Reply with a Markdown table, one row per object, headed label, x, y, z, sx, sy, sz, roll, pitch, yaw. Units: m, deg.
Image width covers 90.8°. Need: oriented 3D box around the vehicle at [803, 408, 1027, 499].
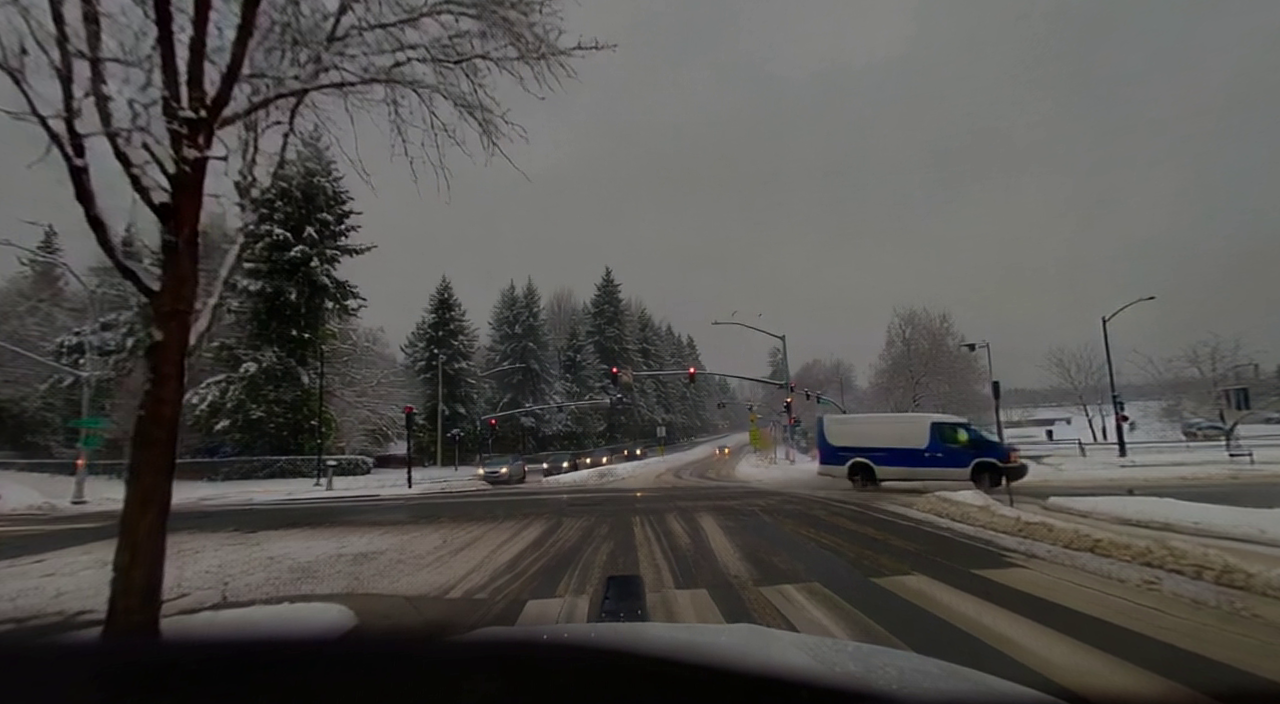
| label | x | y | z | sx | sy | sz | roll | pitch | yaw |
| --- | --- | --- | --- | --- | --- | --- | --- | --- | --- |
| vehicle | 8.198 | 3.052 | 19.278 | 5.791 | 2.404 | 2.465 | -4 | -9 | 26 |
